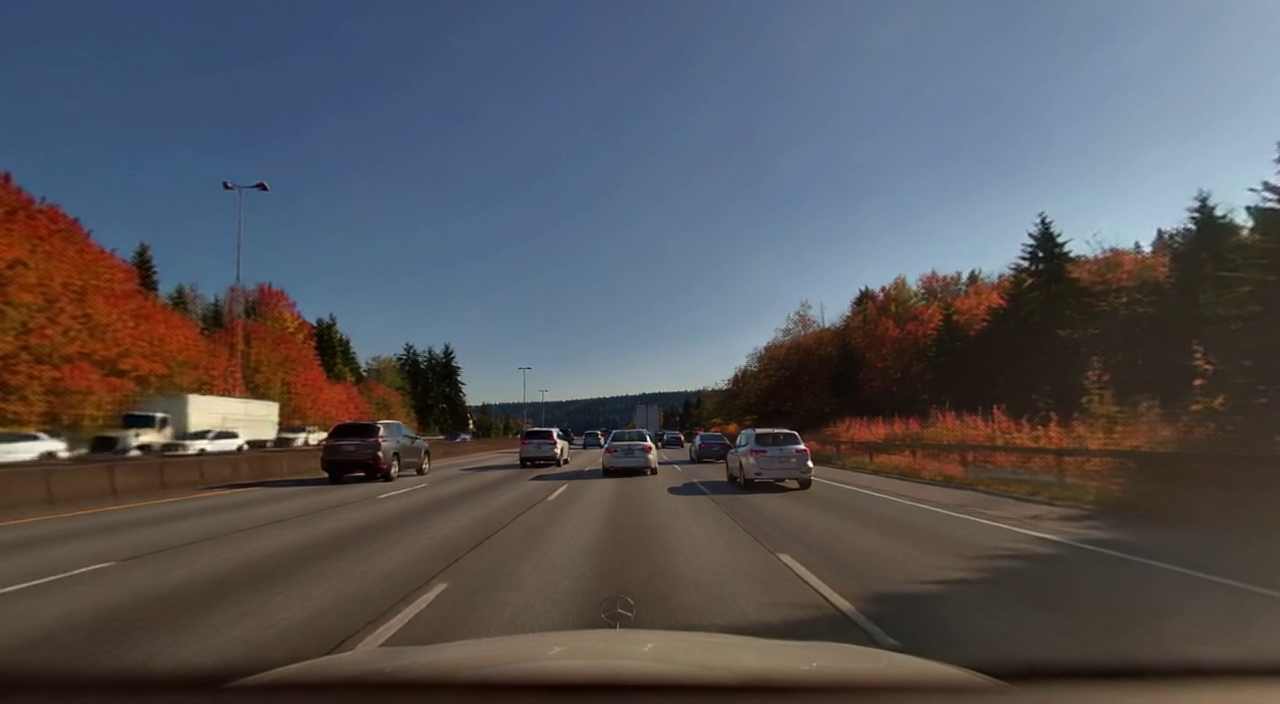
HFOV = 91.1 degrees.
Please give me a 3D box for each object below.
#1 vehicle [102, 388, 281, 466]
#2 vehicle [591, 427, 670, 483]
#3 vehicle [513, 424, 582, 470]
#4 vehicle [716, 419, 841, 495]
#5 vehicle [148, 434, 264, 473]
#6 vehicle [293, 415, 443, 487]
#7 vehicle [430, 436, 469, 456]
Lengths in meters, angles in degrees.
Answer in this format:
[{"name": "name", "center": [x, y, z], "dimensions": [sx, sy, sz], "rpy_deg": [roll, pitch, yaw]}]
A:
[{"name": "vehicle", "center": [-22.684, 3.941, 32.663], "dimensions": [2.912, 3.480, 8.454], "rpy_deg": [0, -8, 1]}, {"name": "vehicle", "center": [-0.241, 3.082, 19.158], "dimensions": [2.111, 1.494, 4.364], "rpy_deg": [0, -8, 1]}, {"name": "vehicle", "center": [-3.612, 3.822, 25.463], "dimensions": [2.064, 1.672, 4.277], "rpy_deg": [0, -8, 1]}, {"name": "vehicle", "center": [3.311, 2.592, 16.019], "dimensions": [2.095, 1.650, 4.331], "rpy_deg": [0, -8, -1]}, {"name": "vehicle", "center": [-18.878, 4.403, 27.638], "dimensions": [1.879, 1.515, 4.479], "rpy_deg": [0, -8, 0]}, {"name": "vehicle", "center": [-7.485, 2.771, 17.968], "dimensions": [2.117, 1.779, 4.745], "rpy_deg": [0, -8, 1]}, {"name": "vehicle", "center": [-14.937, 7.399, 49.456], "dimensions": [1.811, 1.478, 4.096], "rpy_deg": [0, -8, 0]}]
